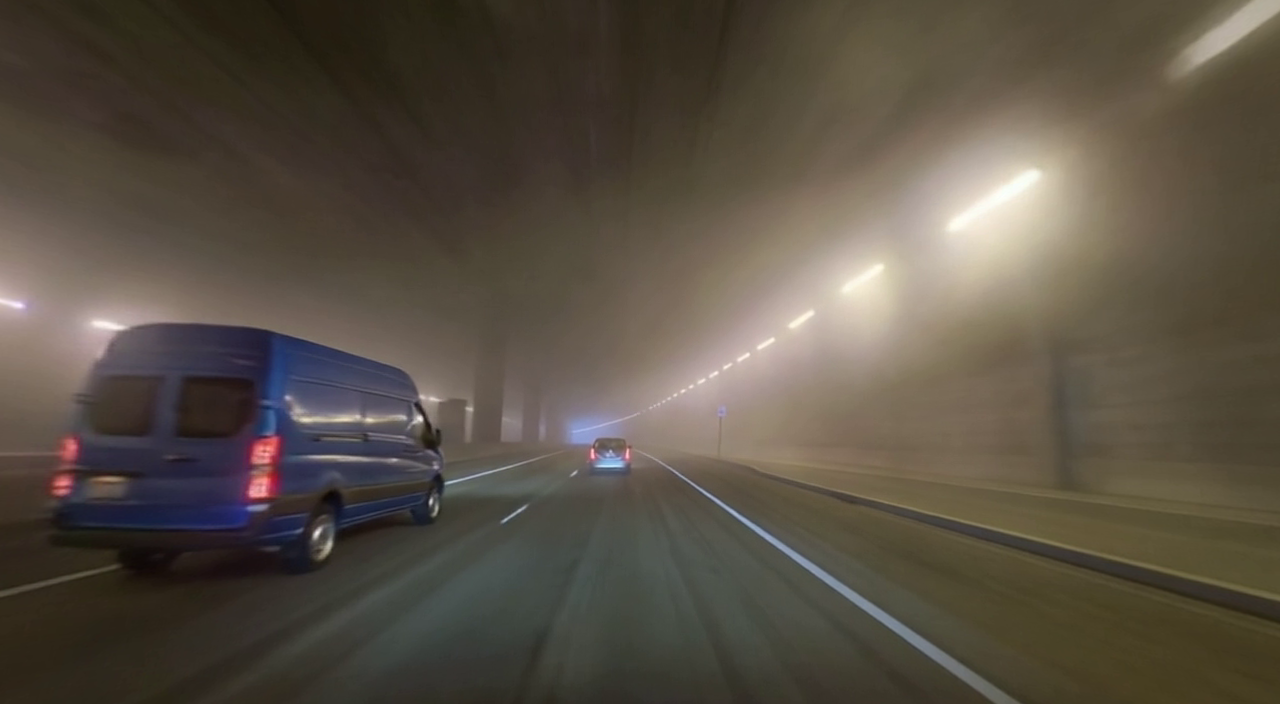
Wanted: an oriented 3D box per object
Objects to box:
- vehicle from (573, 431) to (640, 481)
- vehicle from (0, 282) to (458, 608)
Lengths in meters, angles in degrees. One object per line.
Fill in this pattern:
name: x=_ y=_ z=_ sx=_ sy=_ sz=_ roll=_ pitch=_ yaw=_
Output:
vehicle: x=-1.088 y=3.576 z=21.940 sx=2.095 sy=1.553 sz=4.069 roll=0 pitch=-8 yaw=-1
vehicle: x=-4.153 y=1.026 z=7.404 sx=2.404 sy=2.459 sz=5.229 roll=-1 pitch=-8 yaw=1
